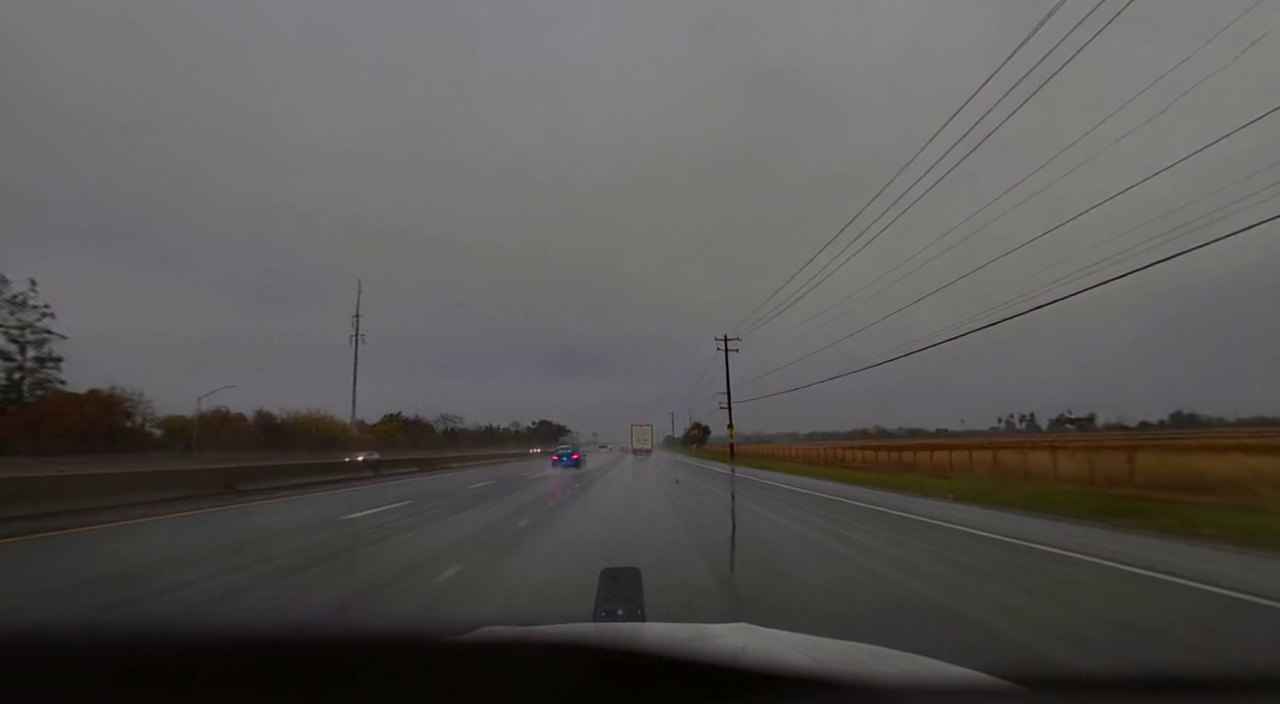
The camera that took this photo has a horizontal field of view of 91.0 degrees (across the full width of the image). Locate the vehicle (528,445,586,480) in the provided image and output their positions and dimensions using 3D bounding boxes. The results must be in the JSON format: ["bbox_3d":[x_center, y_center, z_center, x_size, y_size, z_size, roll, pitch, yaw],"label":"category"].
[{"bbox_3d":[-3.841,5.194,29.906,2.104,1.501,4.459,0,-9,0],"label":"vehicle"}]
